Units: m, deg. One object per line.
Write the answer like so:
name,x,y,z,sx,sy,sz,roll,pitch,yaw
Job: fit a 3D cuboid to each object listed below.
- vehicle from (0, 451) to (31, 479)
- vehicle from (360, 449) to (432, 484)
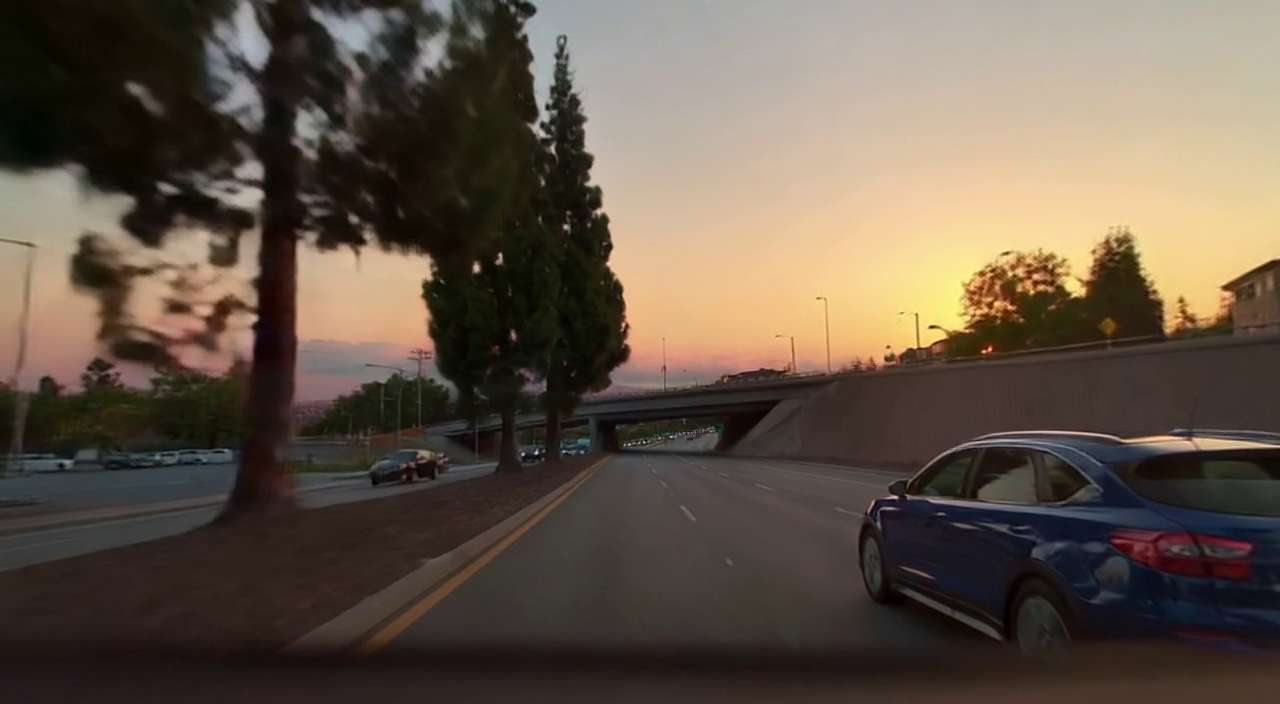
vehicle,-49.939,8.843,49.541,4.715,2.043,2.247,-7,-11,38
vehicle,-12.229,5.746,32.000,1.932,1.615,4.235,0,-9,0
